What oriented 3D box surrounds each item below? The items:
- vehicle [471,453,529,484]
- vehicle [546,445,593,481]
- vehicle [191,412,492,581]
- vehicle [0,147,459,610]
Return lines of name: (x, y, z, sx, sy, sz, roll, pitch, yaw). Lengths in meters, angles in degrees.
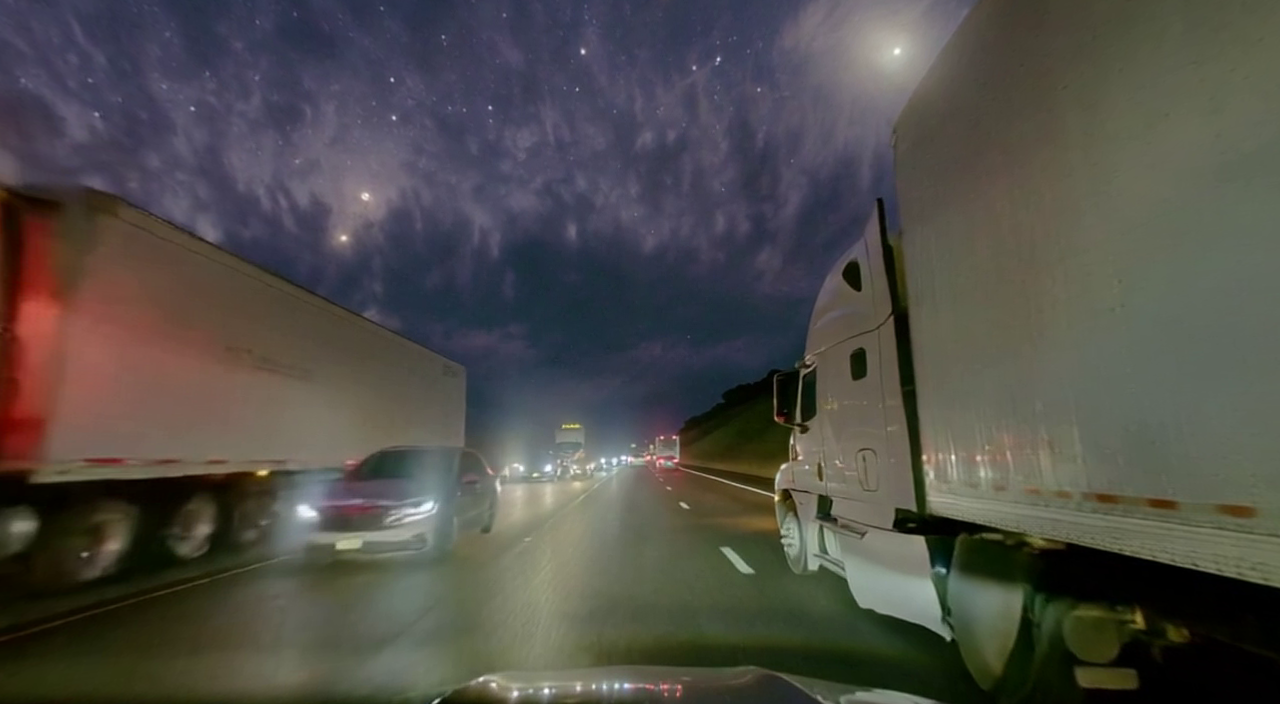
vehicle: (-7.178, 5.982, 32.809, 1.997, 1.453, 4.497, 0, -9, 0)
vehicle: (-3.847, 6.127, 35.074, 2.127, 1.806, 4.243, 0, -9, 0)
vehicle: (-3.754, 1.914, 9.132, 2.088, 1.800, 4.543, 0, -9, 0)
vehicle: (-7.033, 1.246, 12.362, 2.892, 4.087, 14.120, 0, -9, 0)
